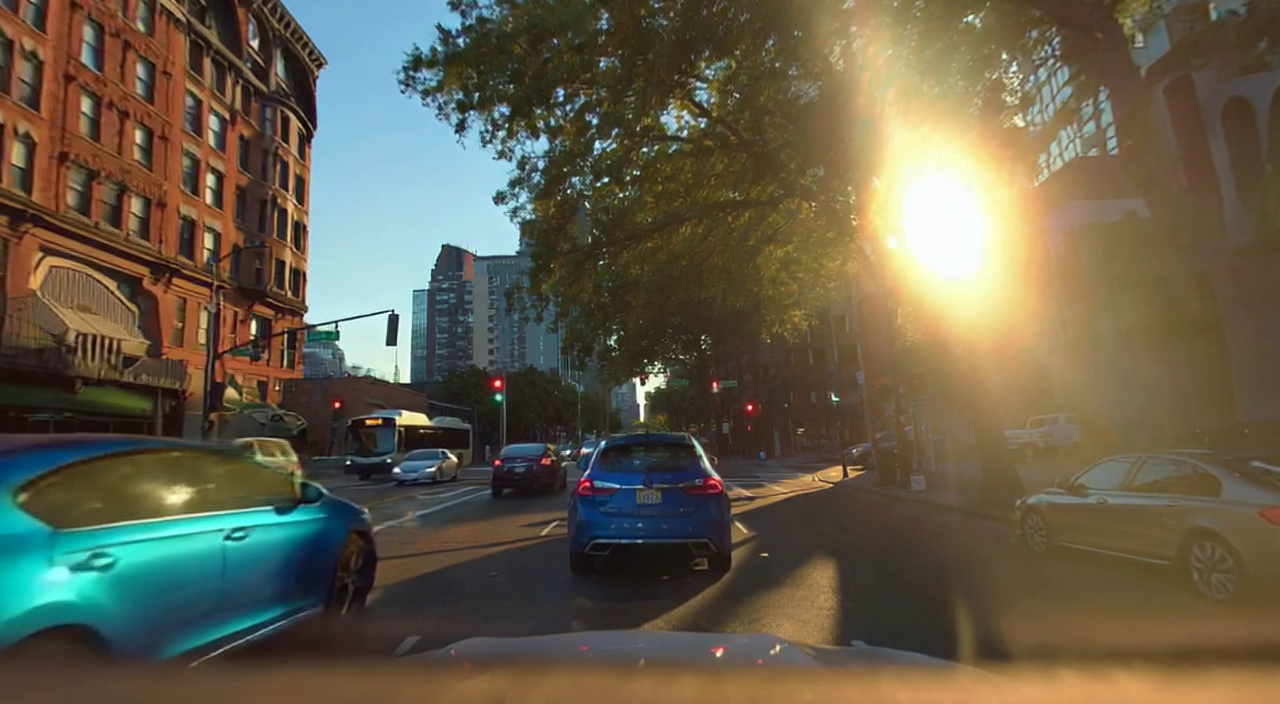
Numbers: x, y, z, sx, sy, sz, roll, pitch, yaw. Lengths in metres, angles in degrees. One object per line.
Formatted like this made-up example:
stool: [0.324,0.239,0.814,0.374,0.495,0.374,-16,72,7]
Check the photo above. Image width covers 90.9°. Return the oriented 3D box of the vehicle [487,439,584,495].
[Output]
vehicle: [-3.010,3.407,19.076,2.131,1.486,4.089,0,-9,1]

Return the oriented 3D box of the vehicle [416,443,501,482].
vehicle: [-6.968,4.268,24.638,1.964,1.341,4.149,-1,-9,2]

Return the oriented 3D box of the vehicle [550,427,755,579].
vehicle: [0.097,1.764,8.074,2.022,1.481,3.564,0,-9,-1]

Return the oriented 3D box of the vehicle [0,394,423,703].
vehicle: [-3.103,1.164,3.849,1.970,1.492,4.534,0,-9,0]

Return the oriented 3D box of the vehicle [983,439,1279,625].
vehicle: [5.991,1.709,6.905,1.873,1.453,4.579,0,-9,0]

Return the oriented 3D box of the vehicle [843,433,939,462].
vehicle: [16.418,6.266,41.512,5.345,1.811,2.175,0,-9,-1]
